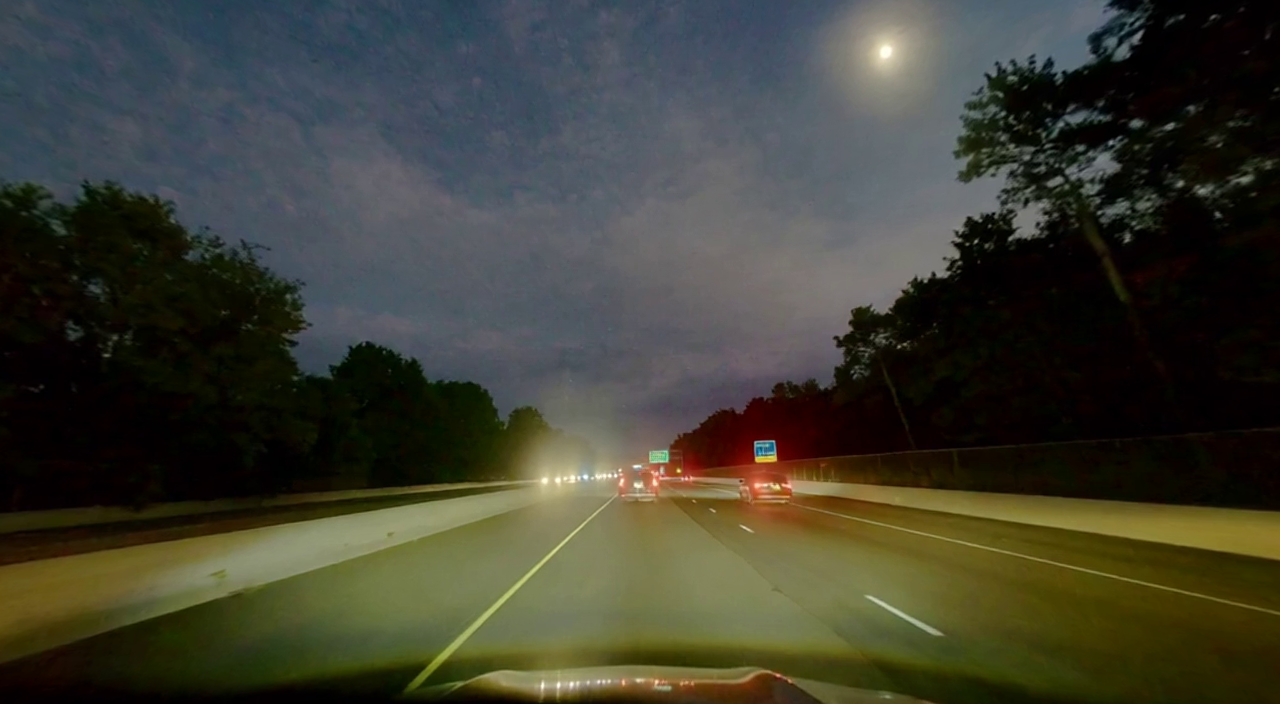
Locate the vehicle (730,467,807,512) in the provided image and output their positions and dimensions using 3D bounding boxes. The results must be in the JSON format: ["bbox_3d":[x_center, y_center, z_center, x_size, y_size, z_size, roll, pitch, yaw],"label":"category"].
[{"bbox_3d":[4.682,5.069,23.603,1.974,1.476,4.119,1,-10,-1],"label":"vehicle"}]

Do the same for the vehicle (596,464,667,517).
[{"bbox_3d":[-0.231,4.394,20.307,2.060,1.473,3.726,1,-10,0],"label":"vehicle"}]
